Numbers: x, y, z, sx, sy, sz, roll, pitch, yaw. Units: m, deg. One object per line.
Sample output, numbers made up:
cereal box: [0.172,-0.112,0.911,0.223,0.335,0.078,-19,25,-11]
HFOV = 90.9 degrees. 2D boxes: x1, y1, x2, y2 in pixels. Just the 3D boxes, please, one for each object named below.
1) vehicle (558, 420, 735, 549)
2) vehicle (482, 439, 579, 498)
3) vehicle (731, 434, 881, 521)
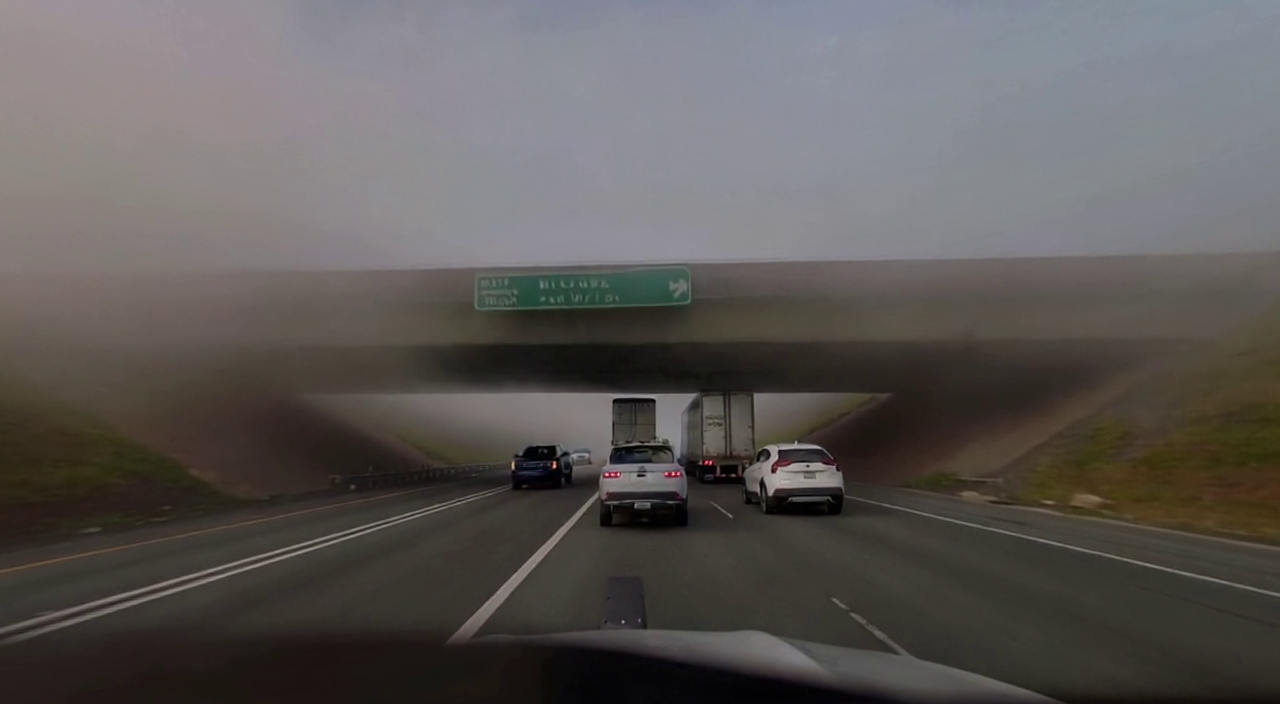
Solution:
vehicle: [0.105,2.018,10.162,2.256,1.615,4.114,-1,-9,1]
vehicle: [-3.192,3.522,19.420,2.122,1.569,4.294,-1,-9,2]
vehicle: [3.220,2.525,13.128,1.972,1.505,3.946,-1,-9,-1]
